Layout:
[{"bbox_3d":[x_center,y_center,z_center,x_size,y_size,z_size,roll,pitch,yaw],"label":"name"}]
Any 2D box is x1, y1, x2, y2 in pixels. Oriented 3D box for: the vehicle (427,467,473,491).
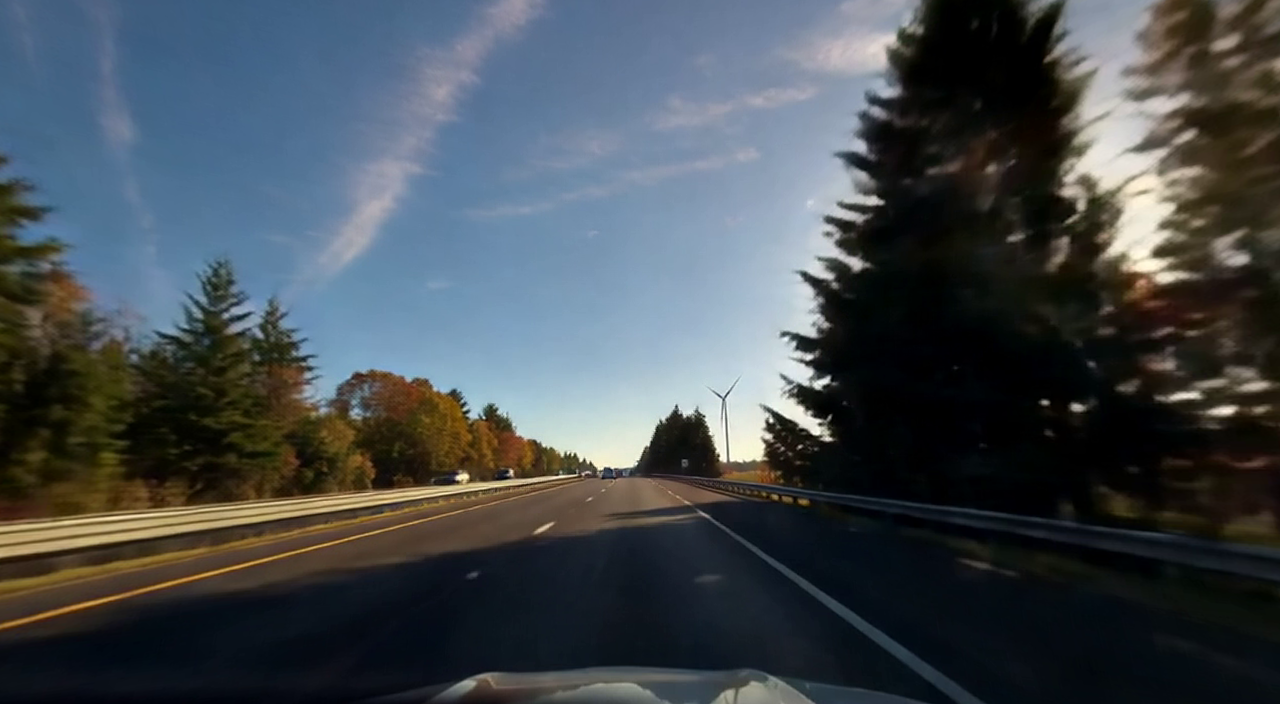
[{"bbox_3d":[-13.264,8.896,44.170,1.868,1.526,4.154,1,-11,1],"label":"vehicle"}]
